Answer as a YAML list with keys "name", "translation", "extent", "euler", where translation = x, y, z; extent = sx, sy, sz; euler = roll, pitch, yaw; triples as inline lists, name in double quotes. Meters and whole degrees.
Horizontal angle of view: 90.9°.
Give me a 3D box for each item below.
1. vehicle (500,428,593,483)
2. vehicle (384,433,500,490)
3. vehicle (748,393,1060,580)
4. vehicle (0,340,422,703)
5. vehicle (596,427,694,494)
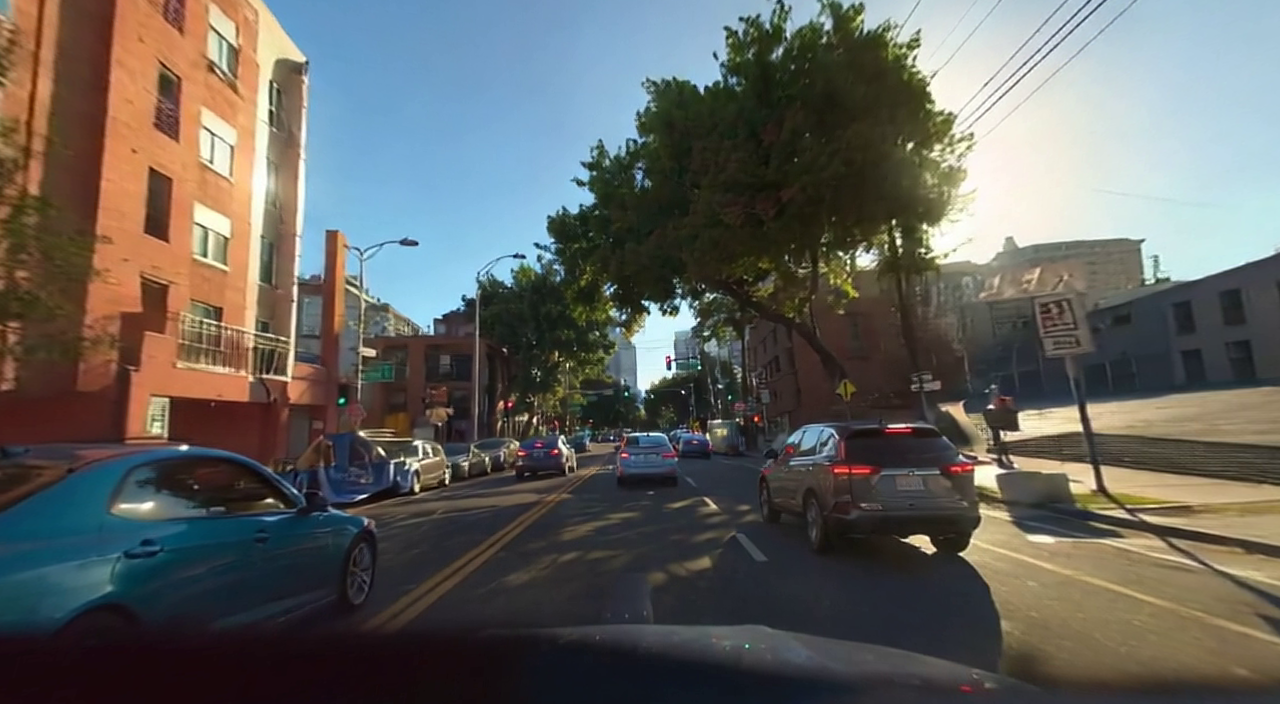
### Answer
- name: "vehicle"
  translation: [-2.750, 3.177, 19.696]
  extent: [2.019, 1.507, 4.643]
  euler: [-1, -8, 2]
- name: "vehicle"
  translation: [-5.784, 3.220, 19.031]
  extent: [1.864, 1.502, 4.459]
  euler: [0, -8, 3]
- name: "vehicle"
  translation: [2.820, 1.554, 8.078]
  extent: [2.094, 1.709, 4.394]
  euler: [0, -8, 0]
- name: "vehicle"
  translation: [-3.023, 1.011, 3.569]
  extent: [2.085, 1.619, 3.976]
  euler: [0, -8, 1]
- name: "vehicle"
  translation: [0.100, 2.709, 16.127]
  extent: [2.139, 1.466, 4.373]
  euler: [0, -8, 0]
